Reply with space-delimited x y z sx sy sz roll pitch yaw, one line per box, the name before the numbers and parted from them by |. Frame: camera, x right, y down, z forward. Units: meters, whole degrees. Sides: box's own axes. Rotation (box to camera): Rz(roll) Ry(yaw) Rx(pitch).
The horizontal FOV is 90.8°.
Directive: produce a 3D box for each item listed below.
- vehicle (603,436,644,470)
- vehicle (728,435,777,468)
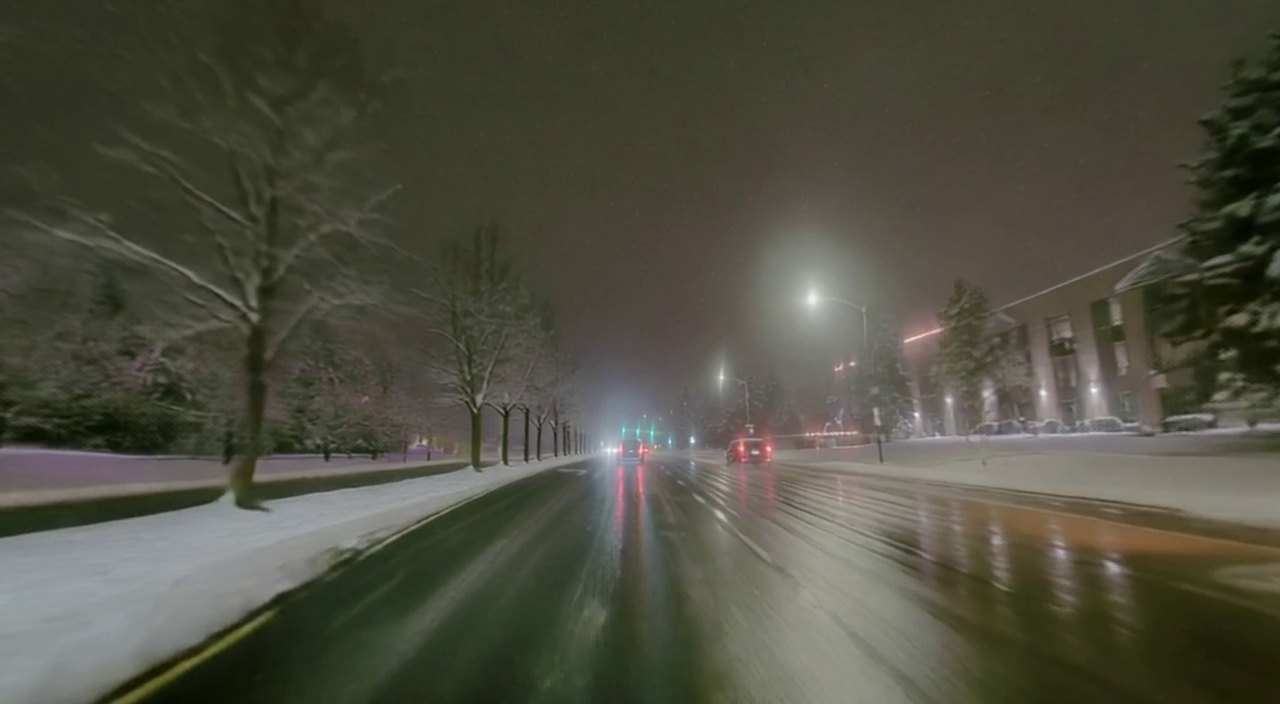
vehicle | -0.904 5.821 36.494 2.193 1.794 4.457 0 -8 0
vehicle | 6.631 5.920 37.790 2.026 1.804 4.565 0 -9 -1
